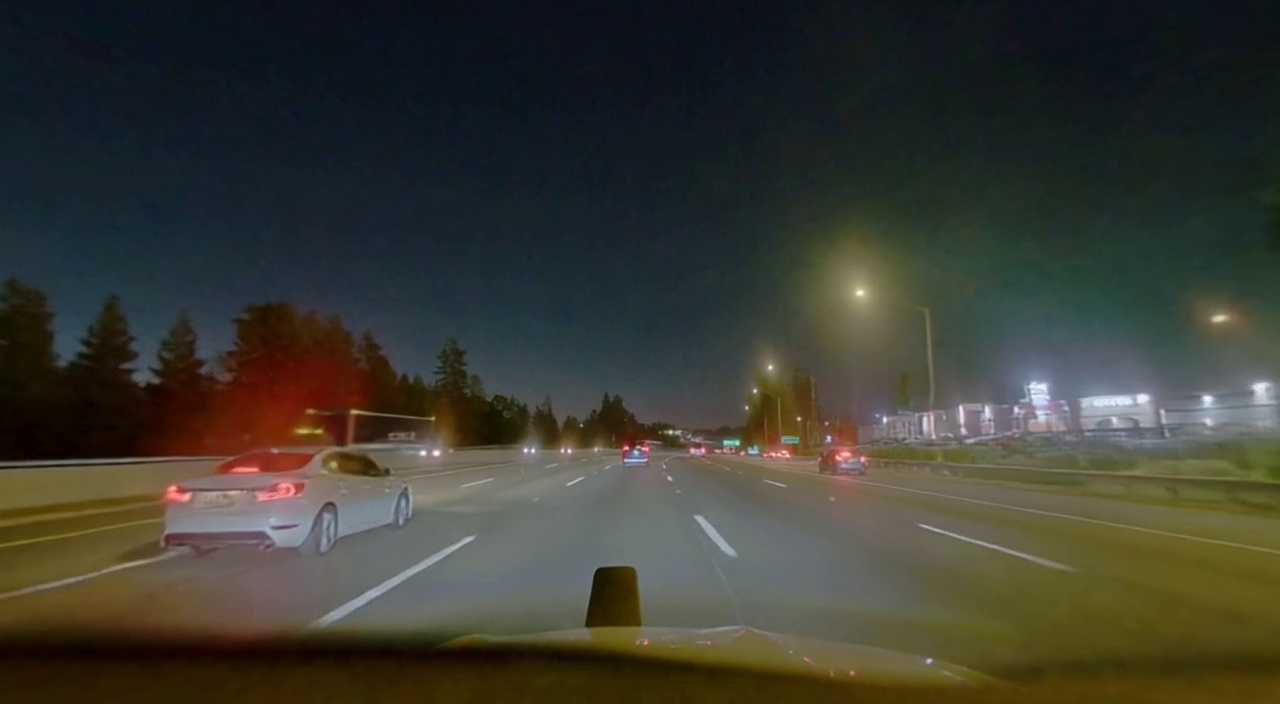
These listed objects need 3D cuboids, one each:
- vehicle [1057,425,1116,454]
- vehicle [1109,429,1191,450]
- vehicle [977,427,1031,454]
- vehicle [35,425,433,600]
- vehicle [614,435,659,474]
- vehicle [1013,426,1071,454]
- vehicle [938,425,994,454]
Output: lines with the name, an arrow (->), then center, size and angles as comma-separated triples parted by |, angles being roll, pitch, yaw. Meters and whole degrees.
vehicle -> 28.827, 5.618, 40.744 | 4.690, 1.731, 2.065 | 7, -8, -42
vehicle -> 38.115, 6.571, 47.261 | 4.372, 1.479, 1.754 | -2, -8, 7
vehicle -> 25.896, 6.282, 44.881 | 4.384, 1.848, 2.061 | 7, -11, -43
vehicle -> -4.282, 1.725, 7.818 | 1.907, 1.483, 4.562 | -1, -8, 0
vehicle -> -0.115, 5.411, 33.595 | 2.155, 1.856, 4.796 | -1, -8, 2
vehicle -> 27.298, 5.958, 42.809 | 4.472, 1.804, 2.149 | 7, -10, -43
vehicle -> 24.125, 6.453, 46.647 | 4.718, 1.998, 2.027 | 7, -11, -42
